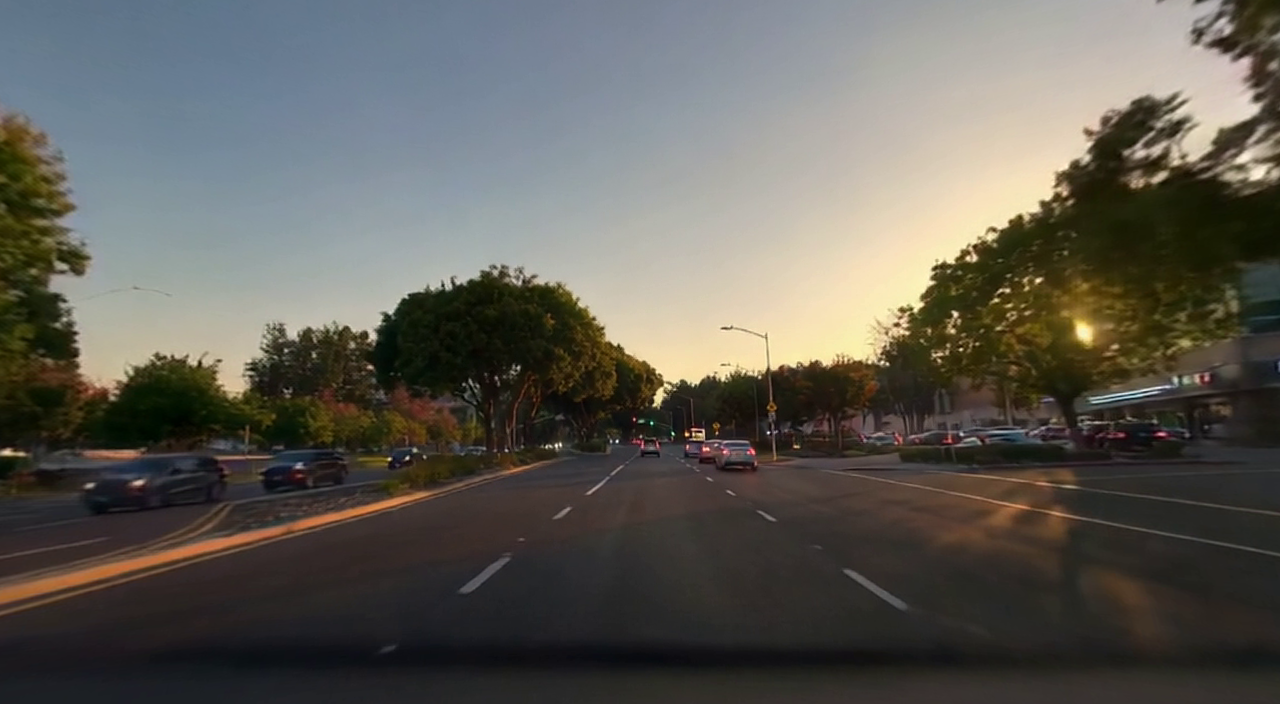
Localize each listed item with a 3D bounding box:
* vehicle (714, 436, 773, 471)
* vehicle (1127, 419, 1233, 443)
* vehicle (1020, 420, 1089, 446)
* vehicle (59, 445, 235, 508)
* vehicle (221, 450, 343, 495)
[{"bbox_3d":[4.614,4.568,28.658,1.913,1.463,4.198,0,-8,-1],"label":"vehicle"},{"bbox_3d":[33.193,4.881,38.856,4.540,1.446,1.919,-1,-8,6],"label":"vehicle"},{"bbox_3d":[29.486,5.780,45.063,1.811,1.664,5.065,-3,-7,5],"label":"vehicle"},{"bbox_3d":[-16.679,4.166,21.769,2.072,1.862,4.948,0,-8,0],"label":"vehicle"},{"bbox_3d":[-13.167,4.409,23.552,1.847,1.424,4.521,0,-8,1],"label":"vehicle"}]
